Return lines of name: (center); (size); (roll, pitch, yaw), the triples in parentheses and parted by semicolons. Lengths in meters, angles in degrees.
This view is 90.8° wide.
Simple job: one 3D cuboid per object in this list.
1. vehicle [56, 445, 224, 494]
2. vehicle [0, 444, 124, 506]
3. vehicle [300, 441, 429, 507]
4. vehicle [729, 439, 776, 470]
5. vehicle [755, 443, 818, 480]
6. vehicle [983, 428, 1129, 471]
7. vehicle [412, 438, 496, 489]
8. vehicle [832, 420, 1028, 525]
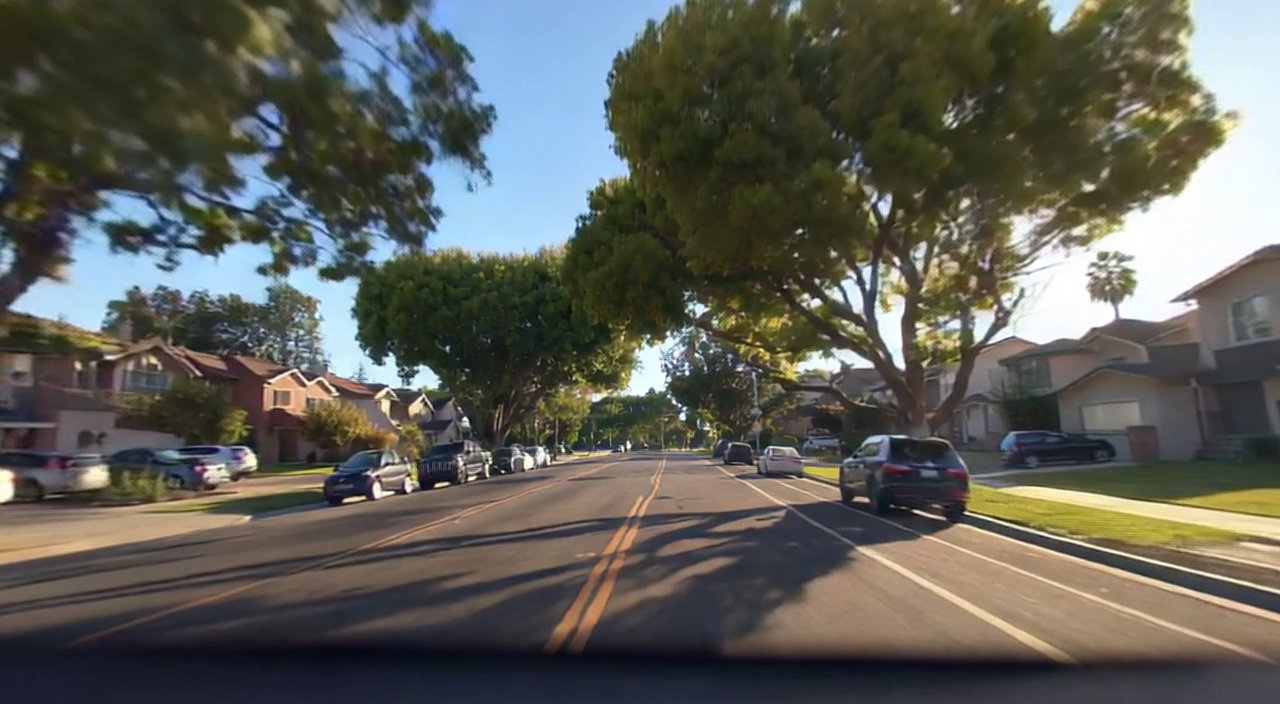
vehicle: (-17.339, 4.068, 22.055); (4.206, 1.578, 1.913); (0, -8, 1)
vehicle: (-17.449, 3.482, 17.765); (4.282, 1.559, 1.929); (-3, -10, 4)
vehicle: (-8.950, 4.011, 21.076); (2.117, 1.865, 4.570); (-2, -10, 2)
vehicle: (6.511, 5.987, 37.173); (2.155, 1.668, 4.425); (0, -8, 3)
vehicle: (6.452, 4.866, 28.364); (1.908, 1.477, 4.920); (0, -8, 3)
vehicle: (15.401, 3.641, 23.613); (3.966, 1.500, 1.998); (-1, -8, 4)
vehicle: (-8.541, 5.120, 29.513); (2.225, 2.037, 5.158); (-4, -8, 2)
vehicle: (5.993, 2.540, 13.887); (2.215, 1.886, 4.577); (0, -8, 2)
